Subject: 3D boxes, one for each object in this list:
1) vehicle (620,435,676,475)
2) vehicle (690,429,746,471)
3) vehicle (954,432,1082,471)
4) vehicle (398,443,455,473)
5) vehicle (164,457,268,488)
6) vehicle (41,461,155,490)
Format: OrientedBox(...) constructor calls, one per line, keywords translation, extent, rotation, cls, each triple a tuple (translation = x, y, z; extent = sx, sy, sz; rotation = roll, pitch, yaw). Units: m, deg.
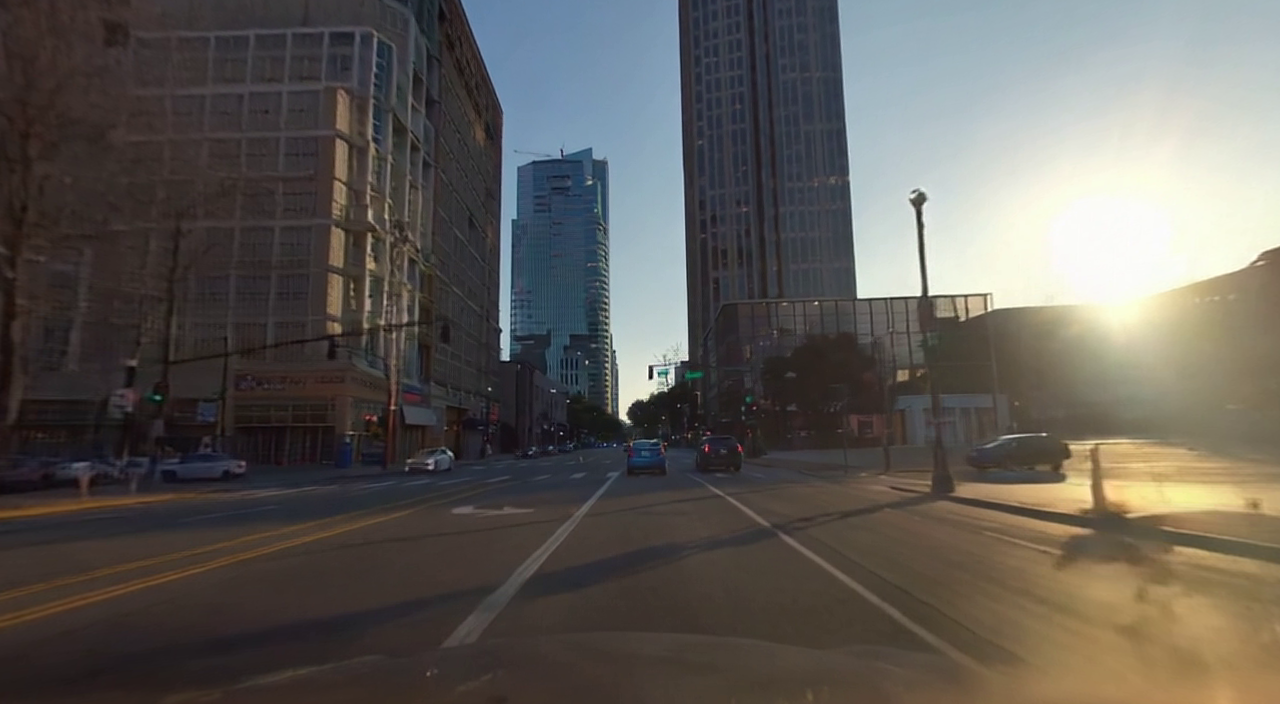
OrientedBox(translation=(0.299, 4.472, 27.446), extent=(2.245, 1.587, 4.094), rotation=(0, -8, -1), cls="vehicle")
OrientedBox(translation=(3.853, 4.994, 32.192), extent=(2.159, 1.938, 4.836), rotation=(0, -8, -1), cls="vehicle")
OrientedBox(translation=(17.238, 4.572, 28.925), extent=(4.556, 1.693, 2.030), rotation=(0, -8, -1), cls="vehicle")
OrientedBox(translation=(-13.764, 6.826, 40.877), extent=(2.082, 1.772, 4.447), rotation=(0, -8, 1), cls="vehicle")
OrientedBox(translation=(-23.812, 6.769, 35.503), extent=(4.404, 1.618, 1.968), rotation=(0, -9, 1), cls="vehicle")
OrientedBox(translation=(-30.294, 6.917, 35.311), extent=(4.452, 1.517, 2.095), rotation=(0, -9, 1), cls="vehicle")
